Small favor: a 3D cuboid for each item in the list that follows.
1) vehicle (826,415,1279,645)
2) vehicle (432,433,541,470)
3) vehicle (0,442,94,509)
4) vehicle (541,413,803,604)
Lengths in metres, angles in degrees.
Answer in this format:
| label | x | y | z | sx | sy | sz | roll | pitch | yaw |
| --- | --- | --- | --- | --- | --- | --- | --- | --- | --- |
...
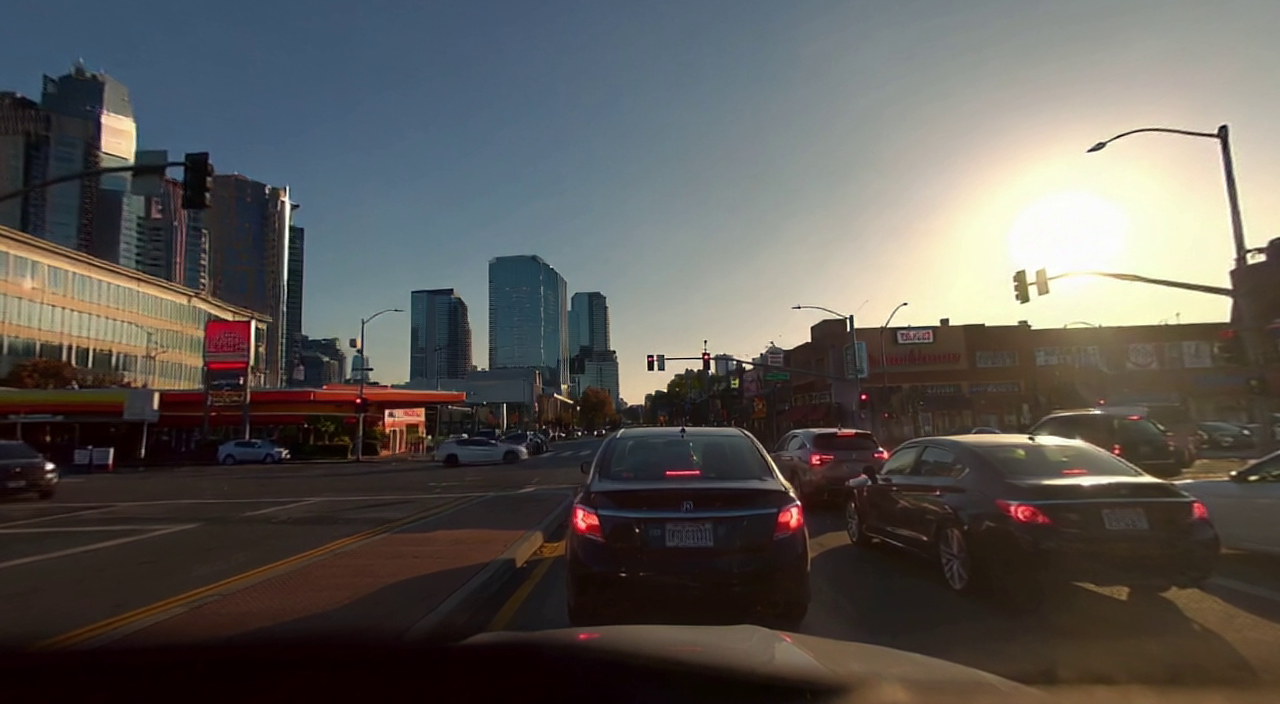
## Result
| label | x | y | z | sx | sy | sz | roll | pitch | yaw |
| --- | --- | --- | --- | --- | --- | --- | --- | --- | --- |
| vehicle | 3.517 | 1.487 | 6.400 | 1.883 | 1.480 | 4.489 | 0 | -8 | 0 |
| vehicle | -7.487 | 4.845 | 30.857 | 4.833 | 1.701 | 2.077 | 4 | -9 | -23 |
| vehicle | -19.101 | 3.622 | 18.924 | 4.841 | 1.783 | 2.203 | -4 | -9 | 26 |
| vehicle | 0.215 | 1.523 | 7.012 | 2.073 | 1.496 | 3.892 | 0 | -8 | -1 |
